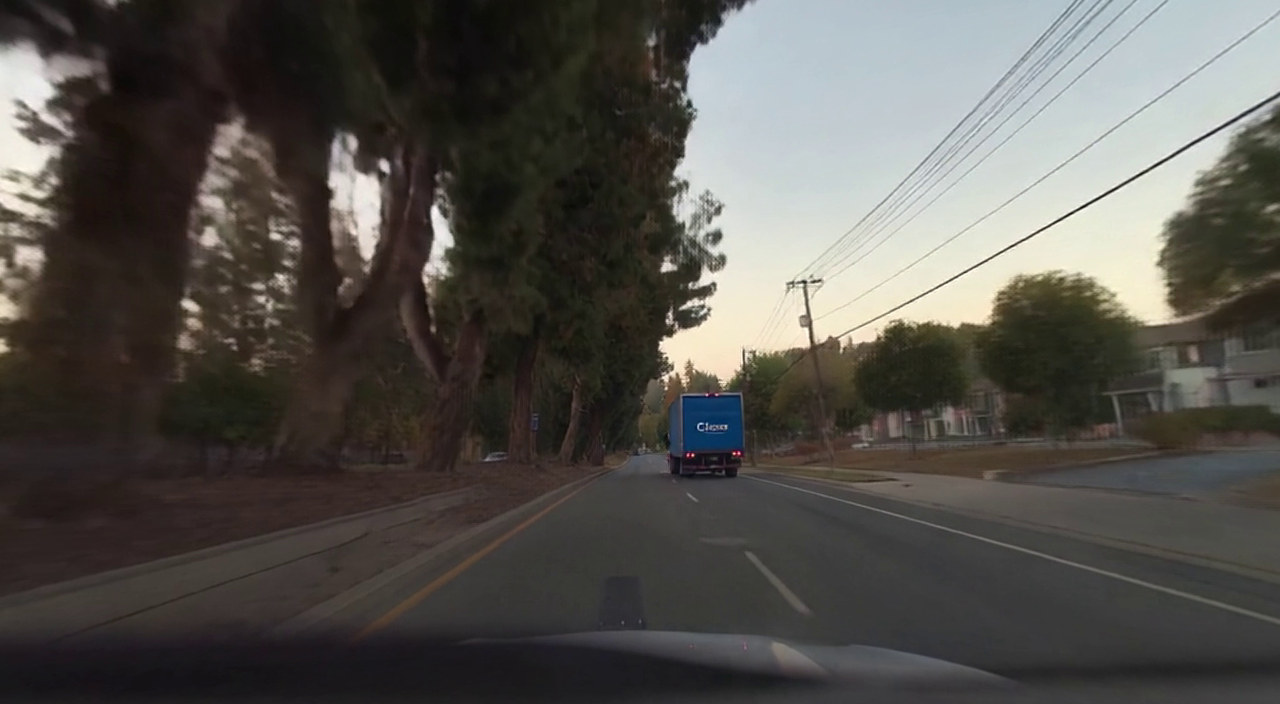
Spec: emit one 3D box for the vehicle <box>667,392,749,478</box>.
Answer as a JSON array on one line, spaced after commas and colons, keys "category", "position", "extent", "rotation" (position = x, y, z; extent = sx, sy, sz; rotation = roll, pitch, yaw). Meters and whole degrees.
[{"category": "vehicle", "position": [3.225, 4.381, 32.714], "extent": [2.973, 3.848, 9.336], "rotation": [0, -8, -2]}]
